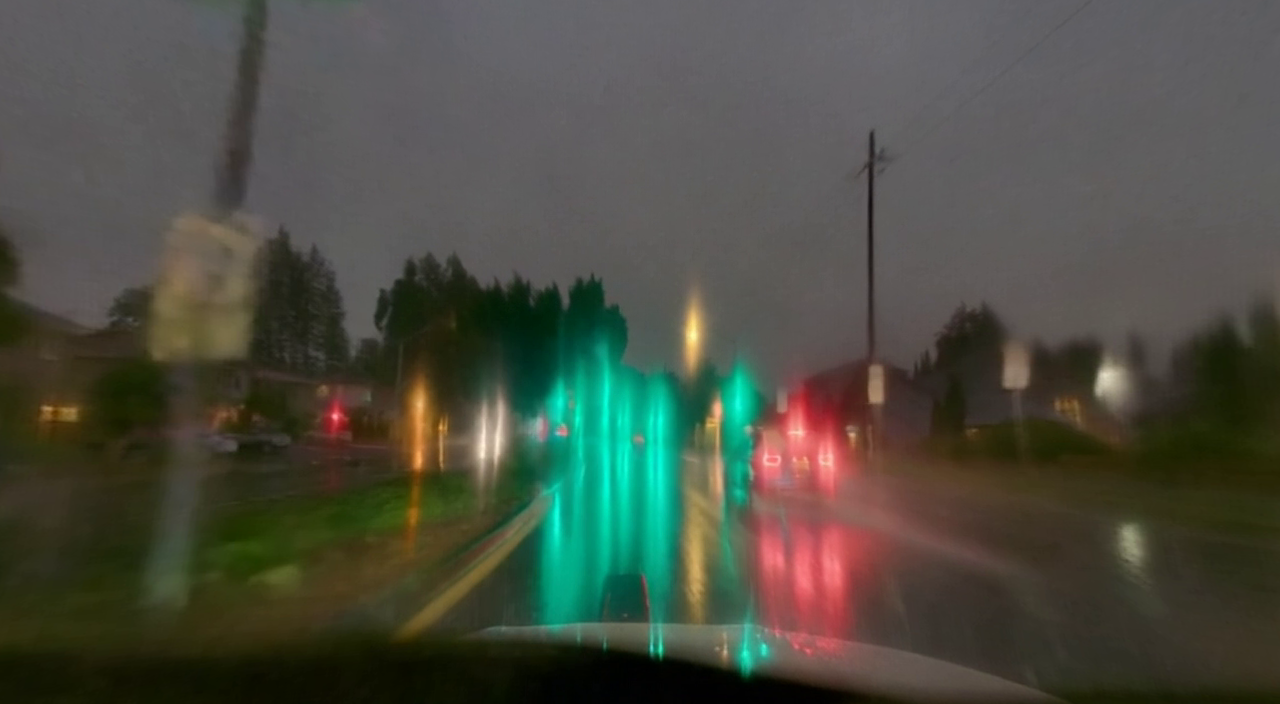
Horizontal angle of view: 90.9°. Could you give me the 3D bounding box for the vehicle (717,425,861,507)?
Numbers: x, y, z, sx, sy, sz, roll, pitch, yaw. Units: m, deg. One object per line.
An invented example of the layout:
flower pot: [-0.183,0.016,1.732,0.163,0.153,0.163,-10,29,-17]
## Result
vehicle: [2.971,2.380,13.549,1.960,1.479,4.086,0,-8,-2]

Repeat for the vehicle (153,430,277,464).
vehicle: [-21.474,4.824,32.053,4.717,1.615,2.014,2,-9,-11]
